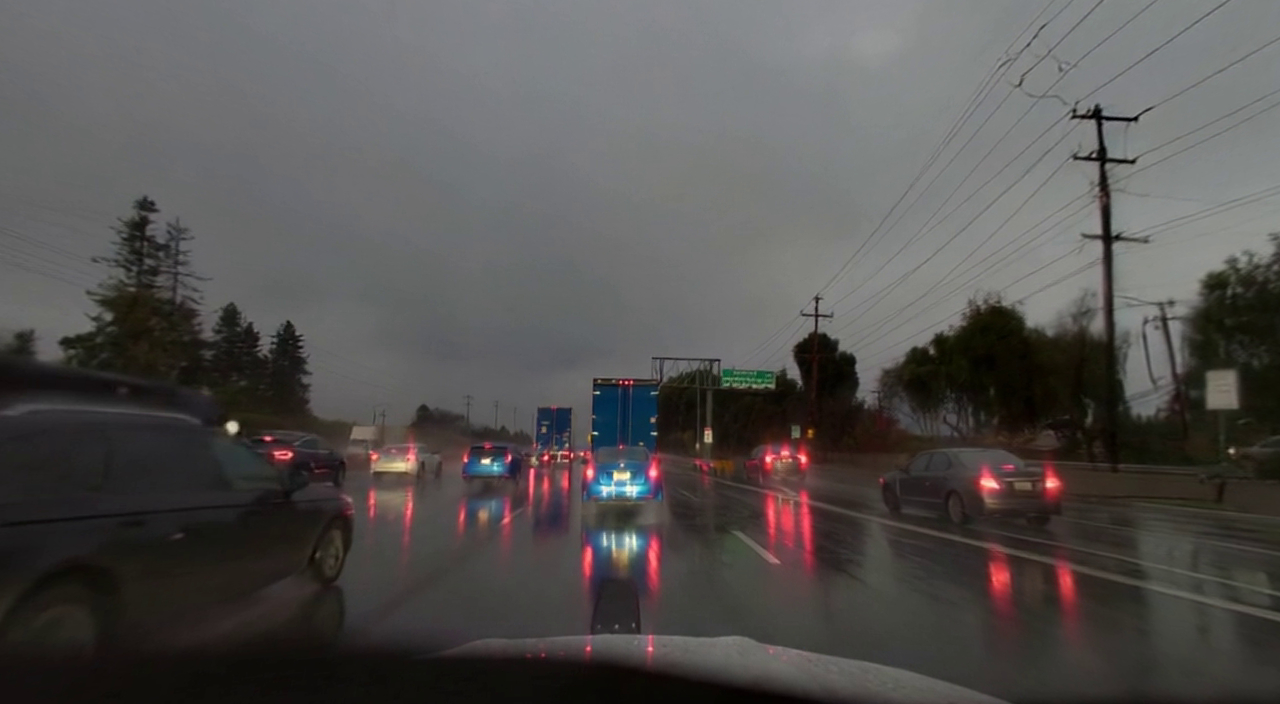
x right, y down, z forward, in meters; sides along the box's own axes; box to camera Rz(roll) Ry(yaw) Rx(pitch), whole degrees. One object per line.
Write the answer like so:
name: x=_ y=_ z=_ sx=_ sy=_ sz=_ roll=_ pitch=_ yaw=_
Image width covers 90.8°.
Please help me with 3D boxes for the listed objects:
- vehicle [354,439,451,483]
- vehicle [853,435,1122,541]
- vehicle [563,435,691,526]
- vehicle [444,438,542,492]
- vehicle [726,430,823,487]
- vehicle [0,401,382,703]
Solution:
vehicle: x=-8.841 y=4.081 z=23.986 sx=1.988 sy=1.472 sz=4.852 roll=0 pitch=-9 yaw=-3
vehicle: x=5.440 y=2.156 z=10.686 sx=1.878 sy=1.406 sz=4.164 roll=1 pitch=-9 yaw=-6
vehicle: x=-0.312 y=2.430 z=12.479 sx=2.112 sy=1.463 sz=4.012 roll=0 pitch=-9 yaw=-3
vehicle: x=-4.411 y=3.498 z=19.883 sx=1.960 sy=1.450 sz=5.246 roll=0 pitch=-9 yaw=-2
vehicle: x=4.322 y=3.507 z=21.045 sx=2.023 sy=1.676 sz=4.002 roll=1 pitch=-9 yaw=-6
vehicle: x=-3.762 y=1.161 z=3.982 sx=2.235 sy=1.472 sz=4.860 roll=0 pitch=-9 yaw=0
